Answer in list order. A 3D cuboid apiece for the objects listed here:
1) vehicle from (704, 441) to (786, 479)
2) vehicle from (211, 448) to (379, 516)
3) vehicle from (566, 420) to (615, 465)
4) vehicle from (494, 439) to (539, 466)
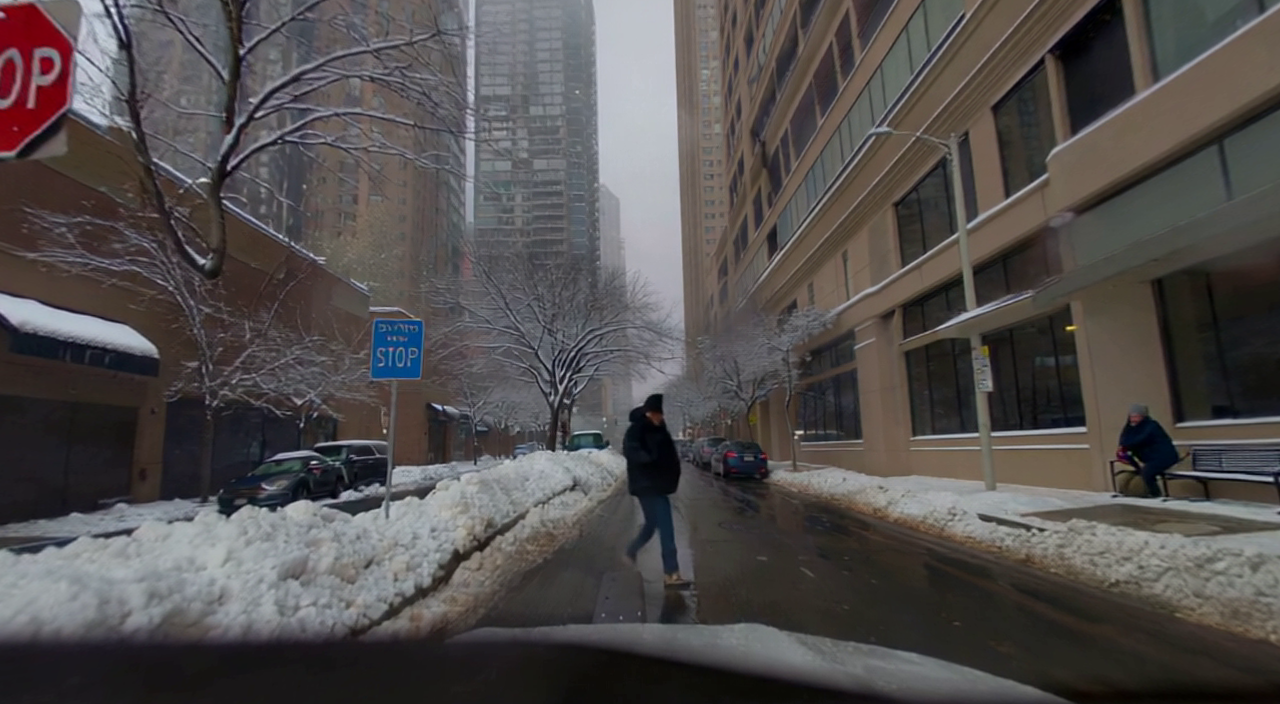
[{"bbox_3d":[4.586,4.567,27.101,1.858,1.491,4.329,-5,-10,33],"label":"vehicle"},{"bbox_3d":[-8.794,3.307,16.650,2.007,1.503,4.343,0,-8,-1],"label":"vehicle"},{"bbox_3d":[-3.001,5.766,40.216,2.317,2.596,6.053,0,-8,3],"label":"vehicle"},{"bbox_3d":[-8.847,7.264,45.733,2.256,1.802,4.333,0,-8,2],"label":"vehicle"}]
